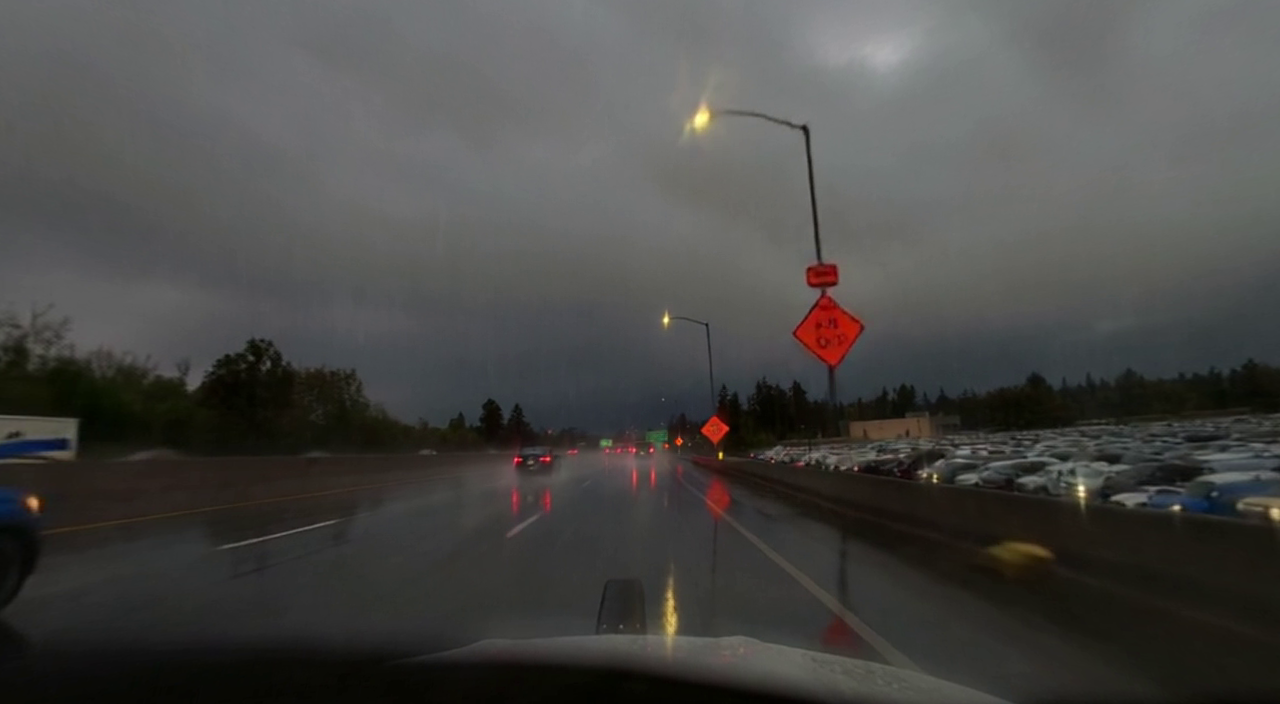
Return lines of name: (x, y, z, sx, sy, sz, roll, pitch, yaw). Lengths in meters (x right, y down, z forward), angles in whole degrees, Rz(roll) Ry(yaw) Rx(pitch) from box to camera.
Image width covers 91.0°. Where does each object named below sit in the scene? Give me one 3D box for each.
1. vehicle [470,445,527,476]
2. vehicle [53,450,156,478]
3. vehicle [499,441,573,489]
vehicle: (-7.537, 5.808, 33.902, 1.991, 1.538, 4.360, 0, -9, 1)
vehicle: (-32.574, 6.814, 38.529, 1.850, 1.534, 4.913, 0, -9, 2)
vehicle: (-3.944, 4.354, 24.598, 2.070, 1.665, 4.213, 0, -9, 1)
